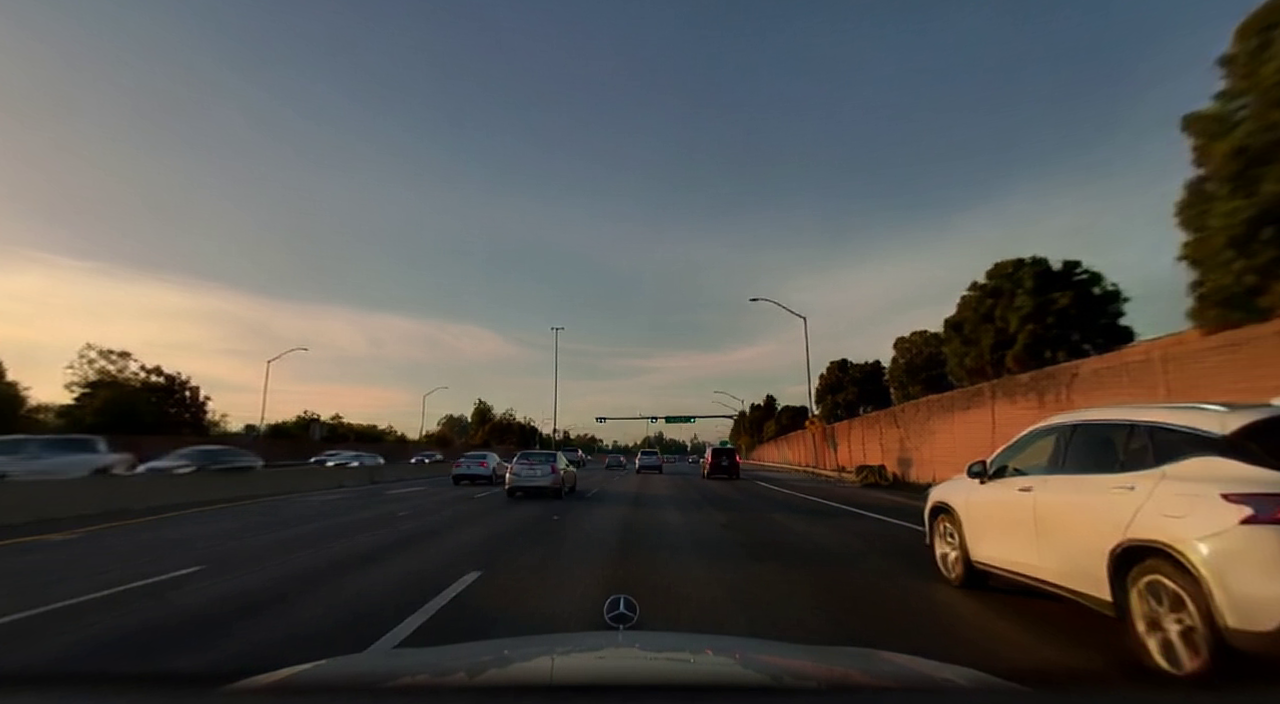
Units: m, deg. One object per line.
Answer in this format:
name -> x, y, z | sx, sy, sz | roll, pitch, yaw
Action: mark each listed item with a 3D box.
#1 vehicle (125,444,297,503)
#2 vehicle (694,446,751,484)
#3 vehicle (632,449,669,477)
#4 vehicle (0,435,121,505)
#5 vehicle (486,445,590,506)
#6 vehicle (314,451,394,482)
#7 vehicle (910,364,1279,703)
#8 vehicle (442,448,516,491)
vehicle -> -12.212, 3.458, 18.438 | 1.803, 1.478, 4.435 | 0, -9, 2
vehicle -> 4.055, 5.645, 31.876 | 2.320, 1.735, 4.408 | 0, -9, 1
vehicle -> 0.778, 7.487, 42.810 | 2.408, 1.748, 4.217 | 0, -9, 3
vehicle -> -15.921, 2.898, 15.709 | 2.032, 1.616, 4.579 | 0, -9, 1
vehicle -> -2.768, 3.497, 18.393 | 2.130, 1.514, 4.766 | 0, -9, 2
vehicle -> -14.563, 5.832, 32.467 | 1.854, 1.449, 4.476 | -1, -9, 3
vehicle -> 3.765, 1.124, 4.025 | 2.029, 1.716, 4.545 | 0, -9, 0
vehicle -> -6.093, 4.466, 24.292 | 1.835, 1.504, 3.612 | 0, -9, 1
